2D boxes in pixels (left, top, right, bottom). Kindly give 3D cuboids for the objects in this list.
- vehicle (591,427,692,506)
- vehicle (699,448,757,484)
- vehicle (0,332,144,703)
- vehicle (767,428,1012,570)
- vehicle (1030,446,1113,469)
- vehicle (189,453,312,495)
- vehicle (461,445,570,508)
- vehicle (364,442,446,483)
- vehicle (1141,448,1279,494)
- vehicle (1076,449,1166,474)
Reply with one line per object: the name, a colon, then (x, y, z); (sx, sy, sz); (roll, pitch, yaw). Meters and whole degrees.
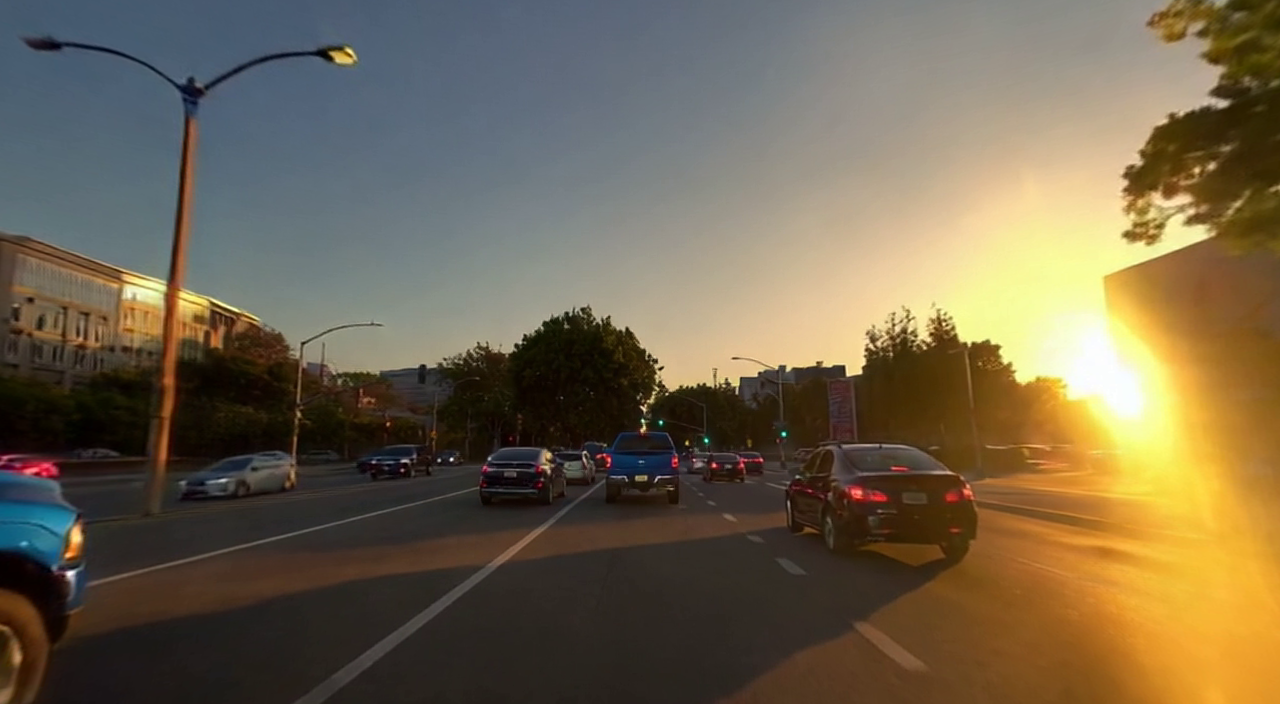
vehicle: (0.036, 3.191, 18.072); (2.493, 1.934, 4.957); (0, -8, 0)
vehicle: (3.935, 5.137, 28.853); (1.968, 1.472, 4.456); (0, -8, 0)
vehicle: (-3.576, 0.559, 0.824); (1.994, 1.759, 4.709); (0, -8, 0)
vehicle: (3.318, 2.014, 9.444); (1.955, 1.628, 4.152); (0, -8, 0)
vehicle: (32.387, 7.951, 47.403); (4.631, 1.658, 1.900); (-2, -9, 10)
vehicle: (-15.283, 4.771, 25.103); (1.932, 1.449, 4.545); (0, -8, 1)
vehicle: (-3.222, 3.298, 17.300); (1.986, 1.465, 4.509); (0, -8, 1)
vehicle: (-11.648, 5.485, 31.638); (2.150, 1.838, 4.981); (0, -8, 0)
vehicle: (22.257, 4.382, 23.648); (2.003, 1.515, 4.939); (3, -9, -22)
vehicle: (32.054, 7.295, 42.099); (4.345, 1.437, 1.896); (-2, -8, 4)
